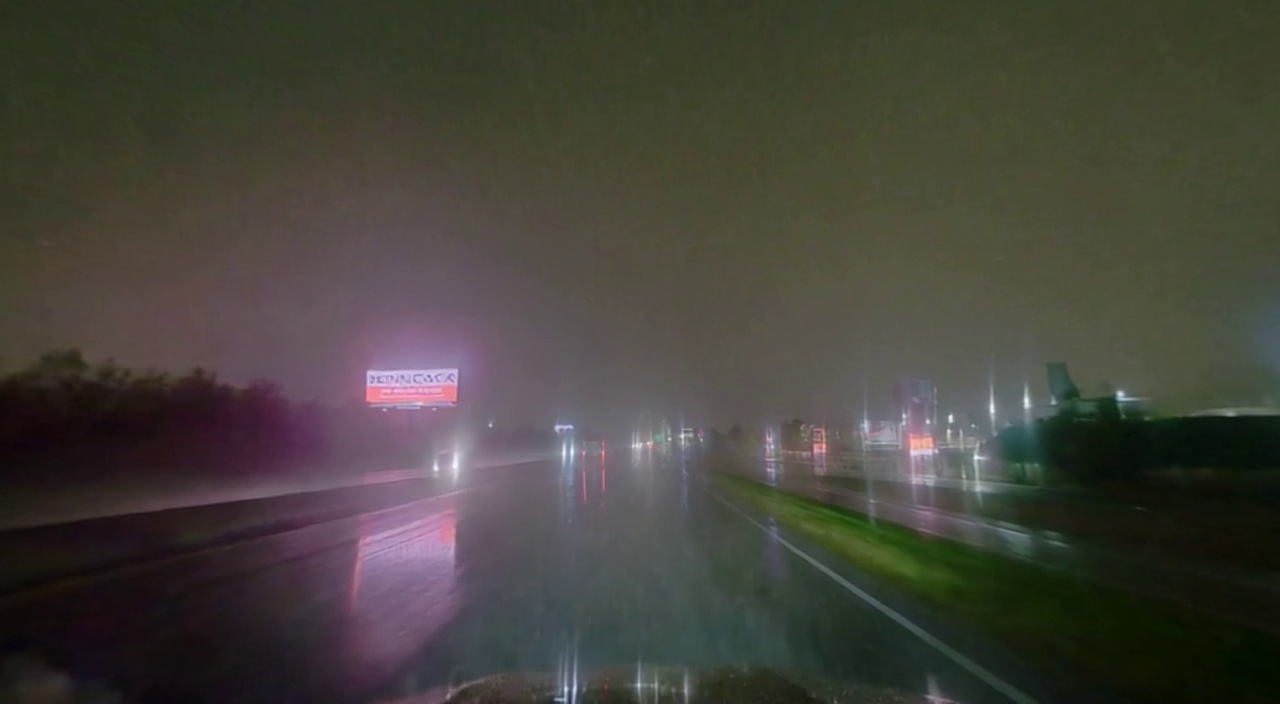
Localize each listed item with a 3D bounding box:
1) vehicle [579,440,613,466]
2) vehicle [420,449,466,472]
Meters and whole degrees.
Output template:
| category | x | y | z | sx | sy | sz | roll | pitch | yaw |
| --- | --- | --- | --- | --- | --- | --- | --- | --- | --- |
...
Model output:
| category | x | y | z | sx | sy | sz | roll | pitch | yaw |
| --- | --- | --- | --- | --- | --- | --- | --- | --- | --- |
| vehicle | -3.227 | 7.573 | 47.347 | 2.159 | 1.793 | 5.027 | -1 | -8 | 1 |
| vehicle | -13.082 | 7.182 | 42.050 | 1.799 | 1.442 | 3.664 | 0 | -8 | 1 |
